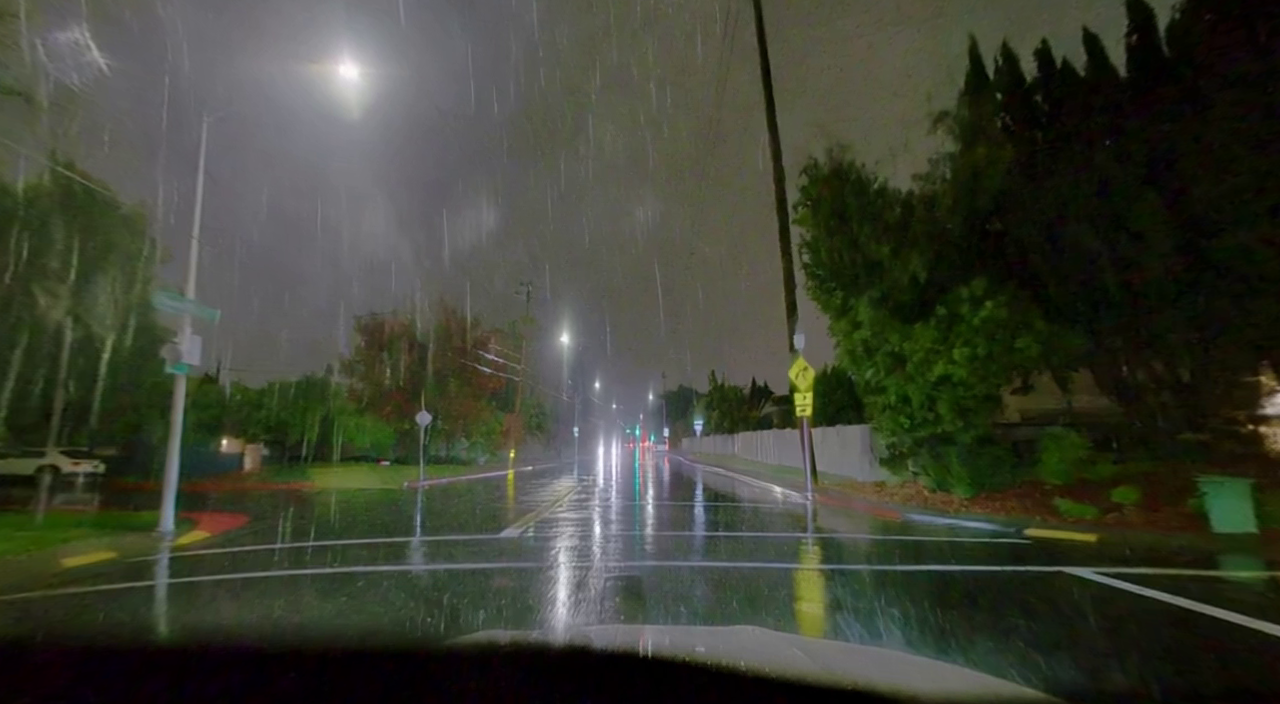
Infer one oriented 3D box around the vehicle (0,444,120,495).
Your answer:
[{"bbox_3d":[-19.391,3.646,19.806,4.354,1.471,1.935,0,-8,-1],"label":"vehicle"}]
